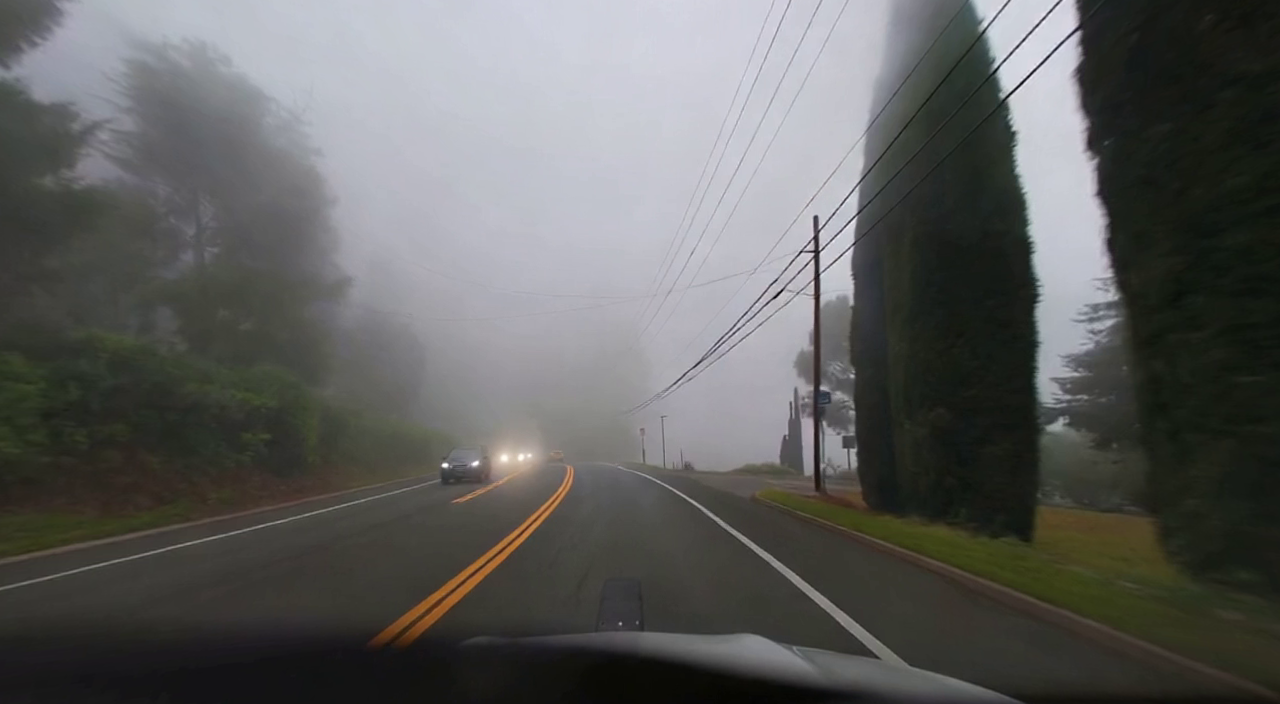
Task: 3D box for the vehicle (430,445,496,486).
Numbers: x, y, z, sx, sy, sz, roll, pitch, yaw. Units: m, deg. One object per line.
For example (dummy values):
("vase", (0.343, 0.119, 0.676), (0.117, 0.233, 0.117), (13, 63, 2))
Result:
("vehicle", (-7.747, 4.965, 28.095), (2.001, 1.647, 4.514), (1, -8, -5))
